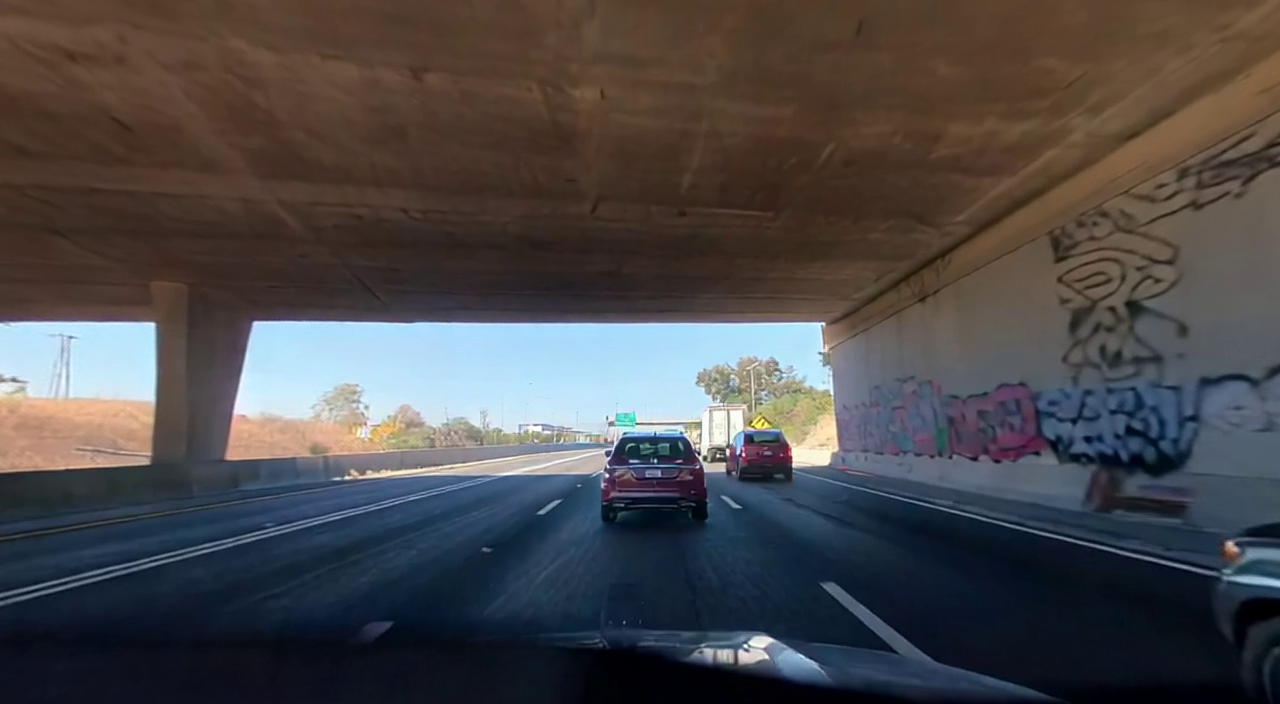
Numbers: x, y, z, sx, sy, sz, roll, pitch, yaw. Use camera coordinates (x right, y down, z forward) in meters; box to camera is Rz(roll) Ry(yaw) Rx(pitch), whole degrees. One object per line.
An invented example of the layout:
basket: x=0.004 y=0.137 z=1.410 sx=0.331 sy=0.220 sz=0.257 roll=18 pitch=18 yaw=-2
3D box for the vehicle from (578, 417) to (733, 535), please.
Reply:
vehicle: x=0.252 y=2.064 z=11.022 sx=2.193 sy=1.651 sz=3.946 roll=0 pitch=-8 yaw=1

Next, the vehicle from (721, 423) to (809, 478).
vehicle: x=4.752 y=3.879 z=25.021 sx=2.311 sy=1.922 sz=5.977 roll=0 pitch=-8 yaw=0

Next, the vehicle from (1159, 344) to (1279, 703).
vehicle: x=3.629 y=0.553 z=0.804 sx=2.133 sy=1.685 sz=4.518 roll=-1 pitch=-8 yaw=2
